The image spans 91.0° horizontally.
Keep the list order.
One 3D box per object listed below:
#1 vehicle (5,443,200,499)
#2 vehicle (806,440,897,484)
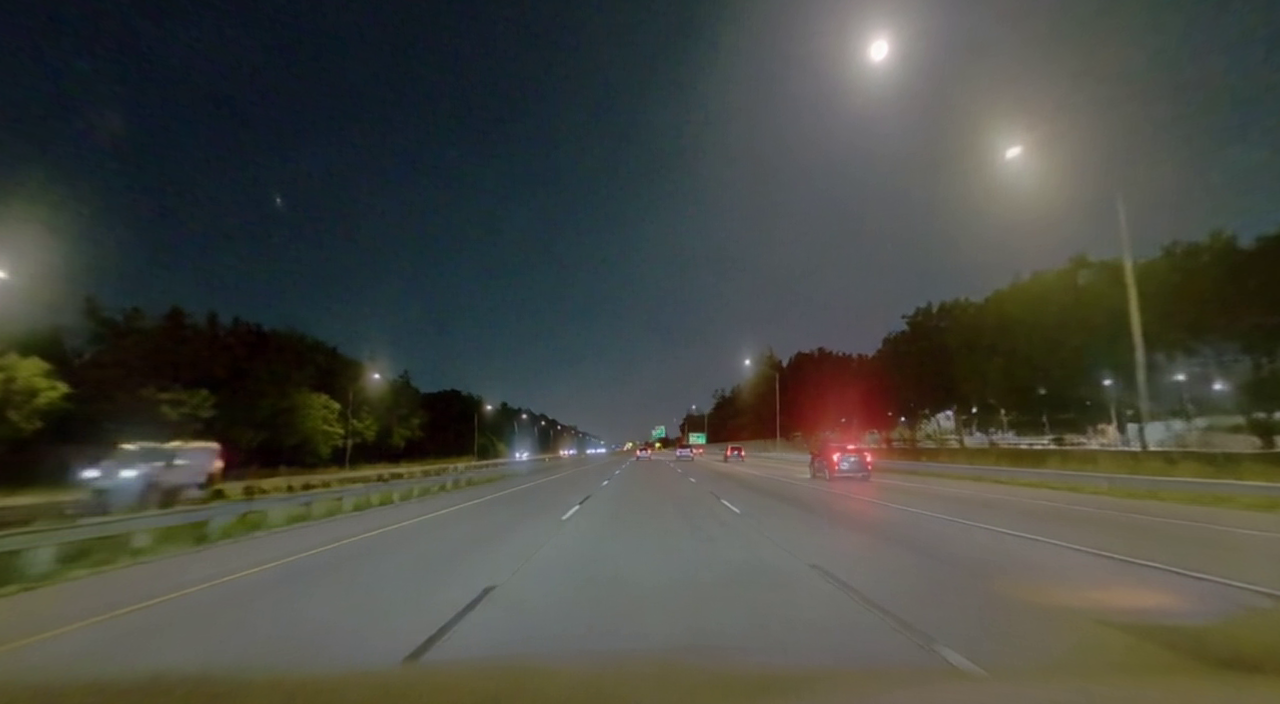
[{"bbox_3d":[-21.113,4.673,25.288,2.334,1.960,6.091,0,-9,1],"label":"vehicle"},{"bbox_3d":[8.054,4.226,24.488,1.989,1.526,4.443,0,-9,0],"label":"vehicle"}]
